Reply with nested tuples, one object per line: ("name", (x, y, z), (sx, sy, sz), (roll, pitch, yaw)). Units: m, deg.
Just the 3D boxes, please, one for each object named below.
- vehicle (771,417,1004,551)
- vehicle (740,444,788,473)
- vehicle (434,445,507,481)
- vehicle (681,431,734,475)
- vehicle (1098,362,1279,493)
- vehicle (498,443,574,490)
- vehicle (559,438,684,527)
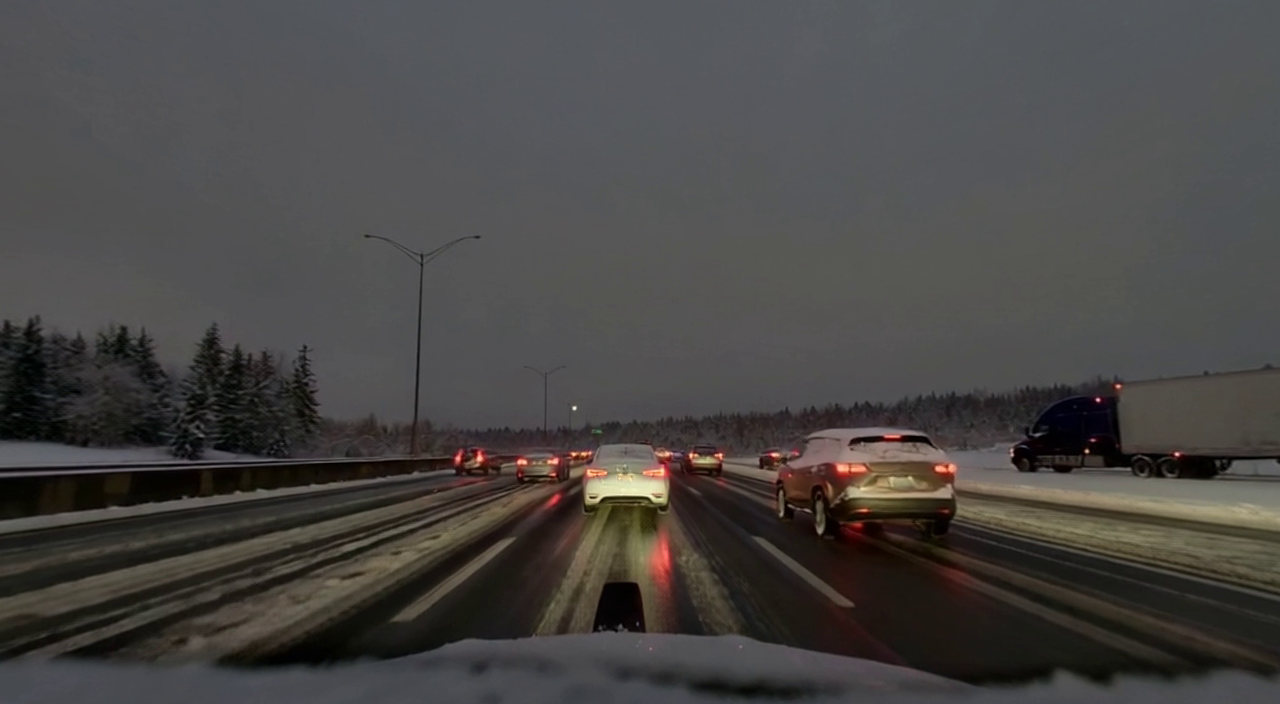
("vehicle", (3.564, 1.991, 10.082), (2.053, 1.666, 4.106), (0, -9, 0))
("vehicle", (7.545, 6.480, 38.658), (2.055, 1.650, 4.241), (0, -9, -1))
("vehicle", (-7.837, 5.171, 29.635), (2.032, 1.549, 4.850), (0, -9, 1))
("vehicle", (3.765, 5.798, 36.306), (2.440, 2.313, 5.266), (0, -9, 0))
("vehicle", (21.381, 2.561, 20.909), (2.970, 4.079, 10.086), (3, -9, -14))
("vehicle", (-3.653, 4.114, 22.964), (1.926, 1.542, 4.329), (0, -9, 1))
("vehicle", (-0.280, 2.551, 12.862), (2.132, 1.499, 4.038), (0, -9, 1))
